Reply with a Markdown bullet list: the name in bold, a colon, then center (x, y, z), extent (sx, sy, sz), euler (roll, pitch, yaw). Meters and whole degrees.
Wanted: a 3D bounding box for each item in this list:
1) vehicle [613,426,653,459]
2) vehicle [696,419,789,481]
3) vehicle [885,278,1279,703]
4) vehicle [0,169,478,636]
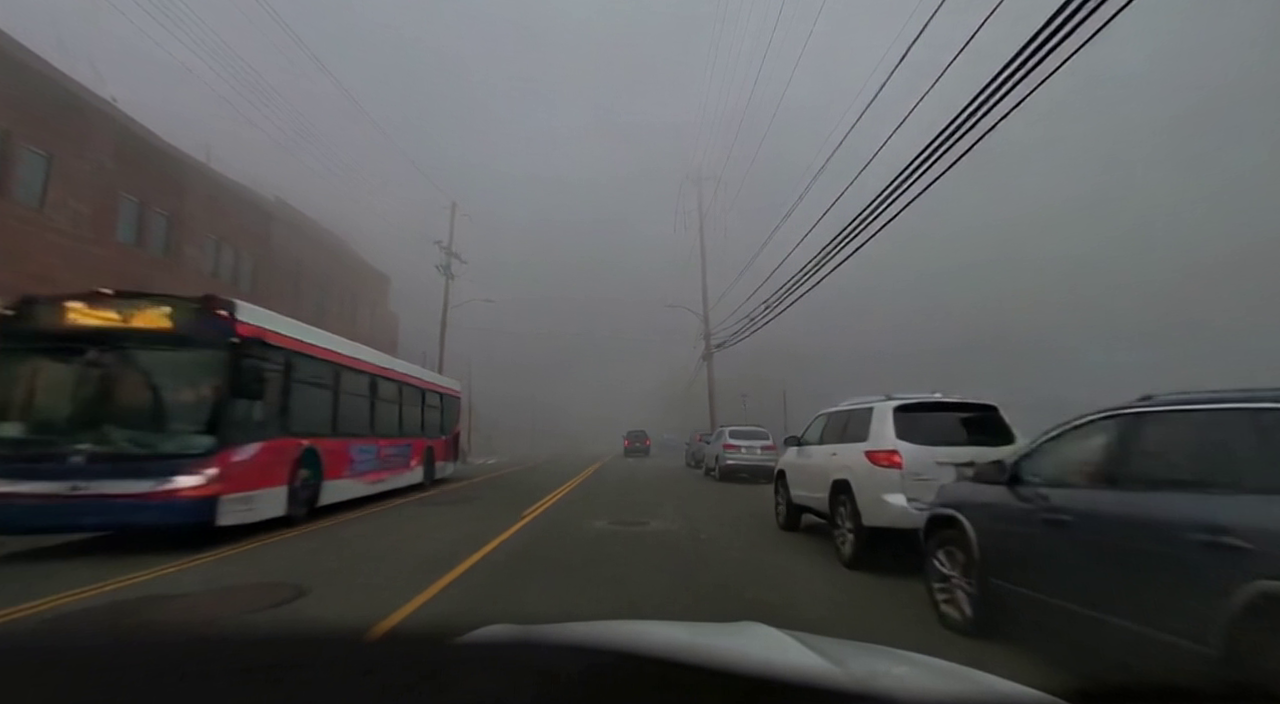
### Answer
- **vehicle**: center (-0.402, 5.365, 37.269), extent (2.190, 1.783, 4.048), euler (0, -9, 0)
- **vehicle**: center (3.156, 3.178, 20.502), extent (2.102, 1.765, 4.674), euler (0, -9, -2)
- **vehicle**: center (3.106, 0.810, 2.834), extent (2.171, 1.751, 4.373), euler (1, -10, -1)
- **vehicle**: center (-5.298, 1.247, 10.856), extent (3.297, 3.342, 12.875), euler (1, -9, -8)
